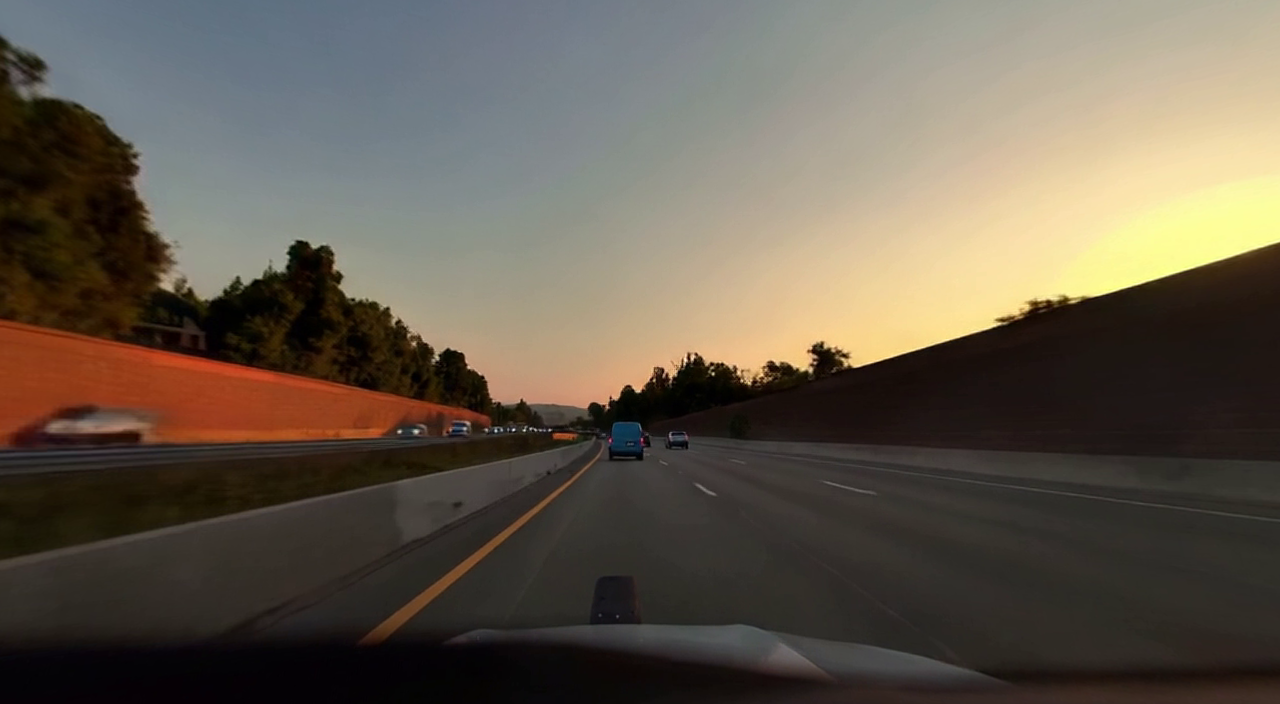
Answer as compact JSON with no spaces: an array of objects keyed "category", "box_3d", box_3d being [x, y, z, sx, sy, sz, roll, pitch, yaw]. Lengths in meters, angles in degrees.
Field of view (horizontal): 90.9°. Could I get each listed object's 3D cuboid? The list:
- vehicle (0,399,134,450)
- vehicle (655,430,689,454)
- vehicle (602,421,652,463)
[{"category":"vehicle","box_3d":[-19.444,2.443,20.937,1.966,1.528,3.953,0,-8,-1]},{"category":"vehicle","box_3d":[2.265,6.504,45.595,1.996,1.589,3.715,0,-8,-4]},{"category":"vehicle","box_3d":[-0.742,4.687,32.859,2.403,1.994,4.683,0,-8,-3]}]
